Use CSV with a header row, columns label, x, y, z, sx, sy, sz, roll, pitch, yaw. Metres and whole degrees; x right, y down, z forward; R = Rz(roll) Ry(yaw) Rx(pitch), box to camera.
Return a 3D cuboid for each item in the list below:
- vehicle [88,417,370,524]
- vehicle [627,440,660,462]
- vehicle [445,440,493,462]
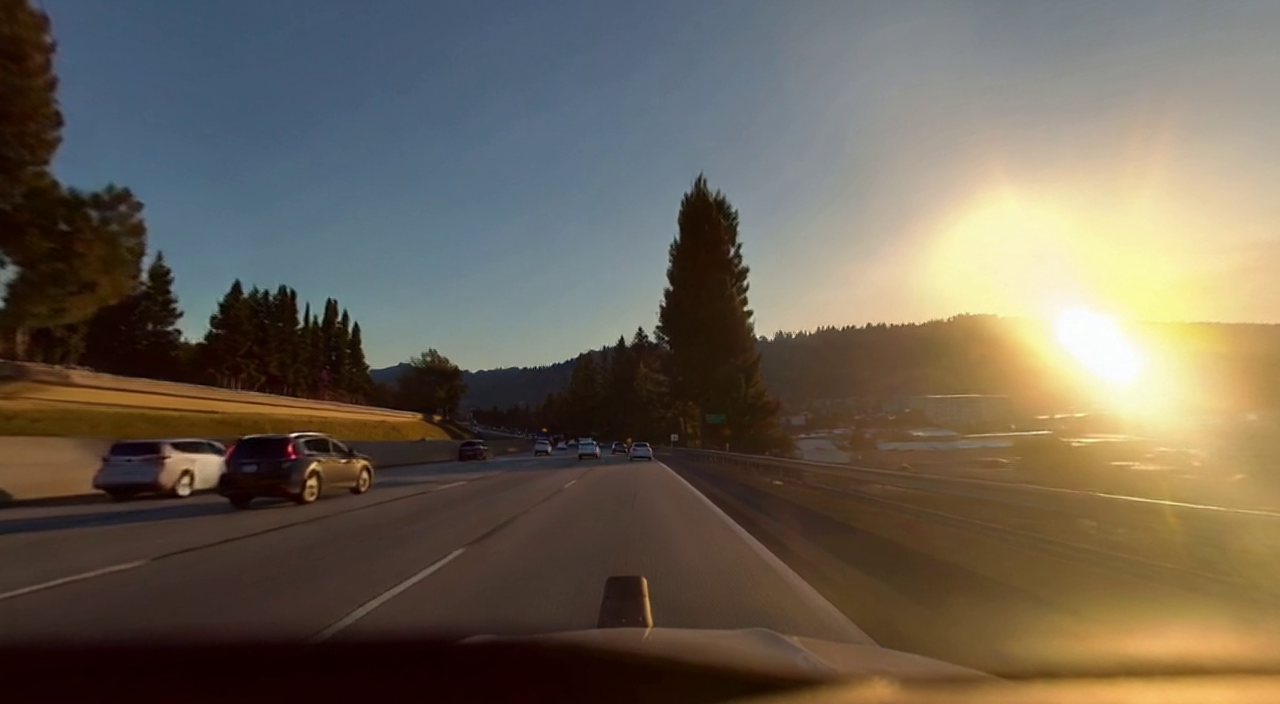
label,x,y,z,sx,sy,sz,roll,pitch,yaw
vehicle,-7.729,2.269,12.679,2.238,1.712,5.000,0,-8,1
vehicle,0.198,6.797,43.275,2.060,1.465,3.974,0,-8,-2
vehicle,-11.992,6.960,44.246,2.056,1.489,4.852,0,-8,-1
